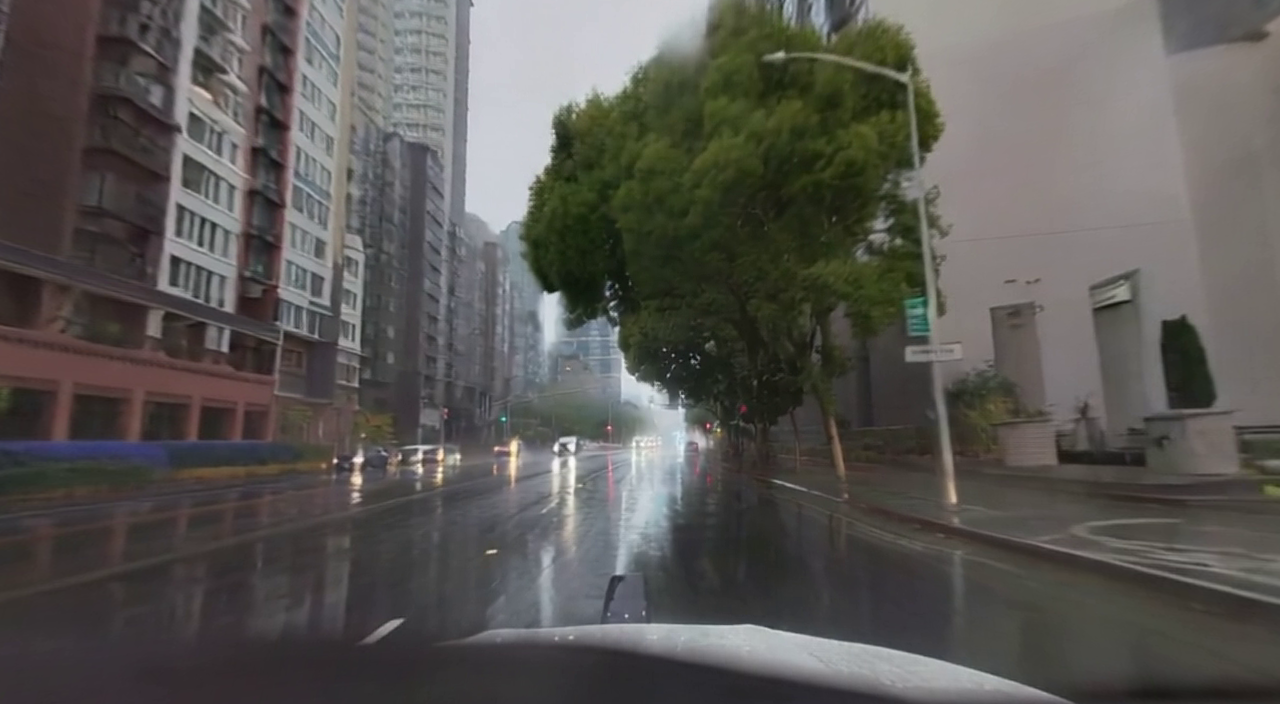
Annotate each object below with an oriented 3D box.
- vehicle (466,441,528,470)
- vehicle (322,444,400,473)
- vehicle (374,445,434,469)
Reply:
[{"bbox_3d":[-7.976,5.812,35.540,2.017,1.473,4.379,-1,-9,7],"label":"vehicle"},{"bbox_3d":[-15.642,5.986,35.670,1.878,1.506,4.693,-1,-9,6],"label":"vehicle"},{"bbox_3d":[-15.665,6.978,42.123,1.816,1.464,4.540,-1,-9,6],"label":"vehicle"}]
